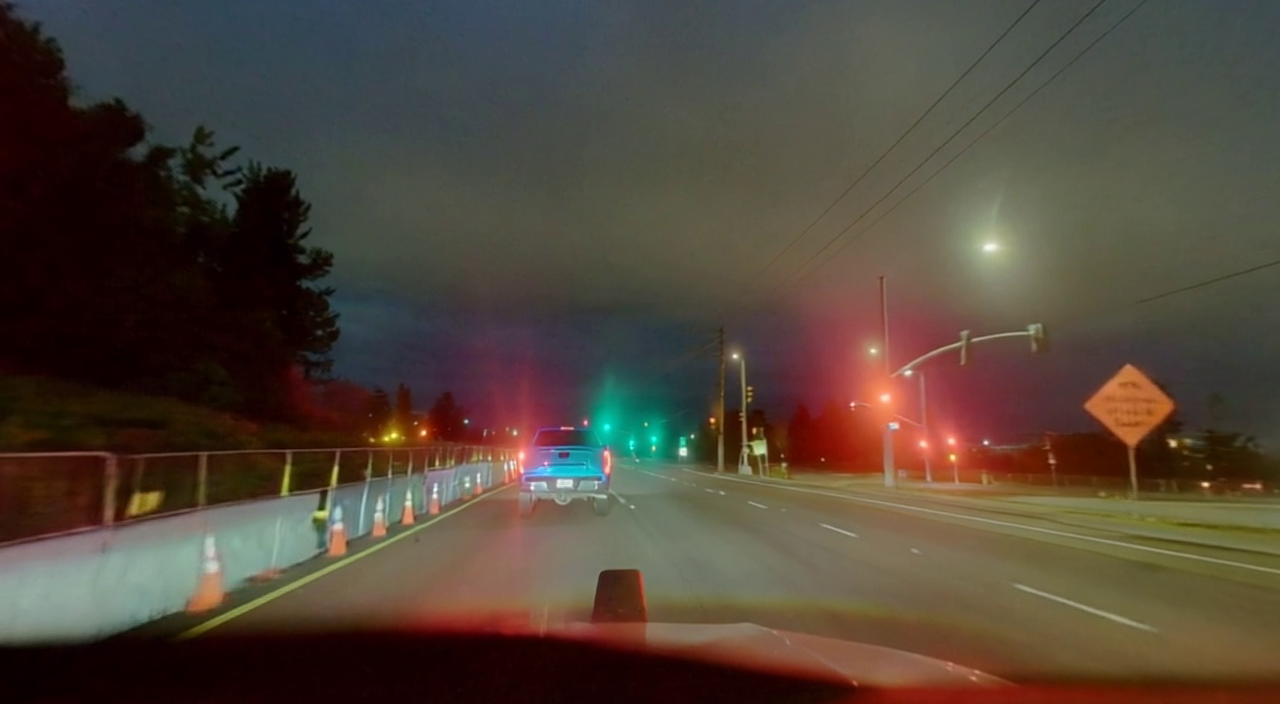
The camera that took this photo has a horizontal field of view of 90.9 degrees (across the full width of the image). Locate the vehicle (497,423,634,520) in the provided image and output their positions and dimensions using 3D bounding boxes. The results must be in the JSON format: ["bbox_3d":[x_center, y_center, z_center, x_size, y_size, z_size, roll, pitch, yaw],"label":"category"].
[{"bbox_3d":[-1.396,2.521,13.939,2.436,1.698,5.322,0,-8,-2],"label":"vehicle"}]
